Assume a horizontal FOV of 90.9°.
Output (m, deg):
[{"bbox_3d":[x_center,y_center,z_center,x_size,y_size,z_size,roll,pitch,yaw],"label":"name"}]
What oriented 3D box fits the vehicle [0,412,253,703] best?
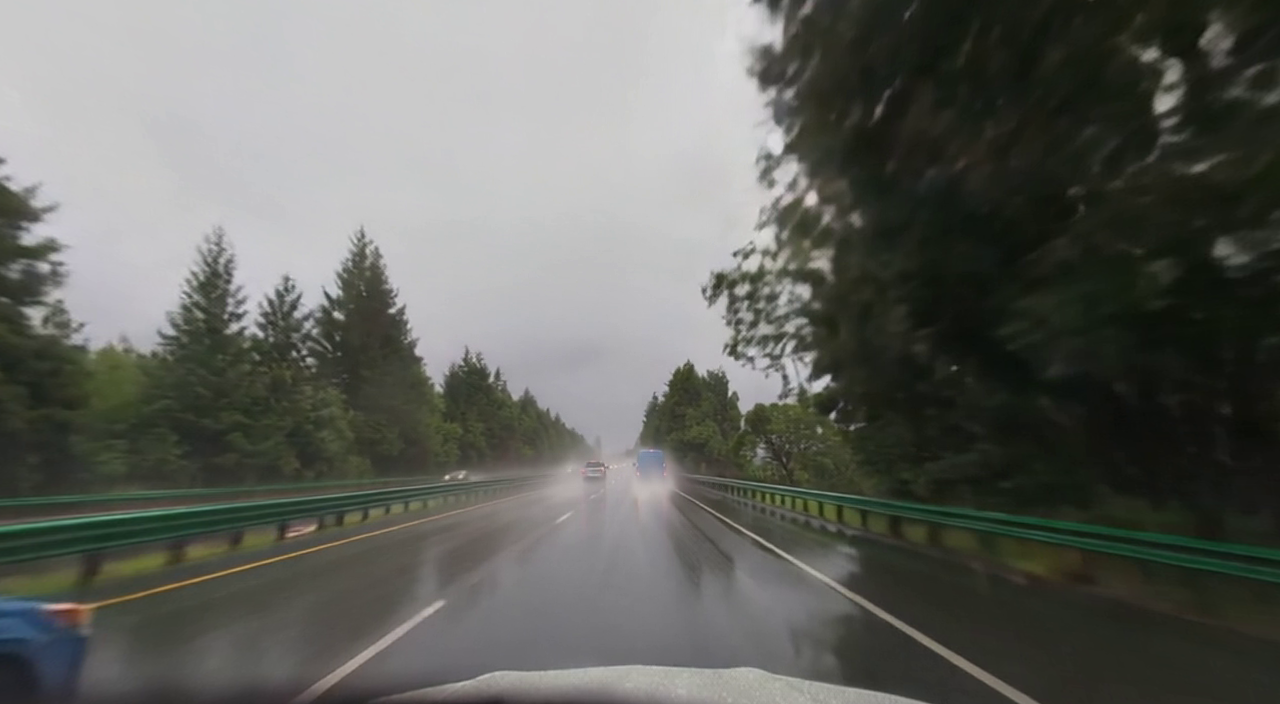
[{"bbox_3d":[-3.416,0.829,1.603,2.038,1.490,4.391,1,-11,0],"label":"vehicle"}]
